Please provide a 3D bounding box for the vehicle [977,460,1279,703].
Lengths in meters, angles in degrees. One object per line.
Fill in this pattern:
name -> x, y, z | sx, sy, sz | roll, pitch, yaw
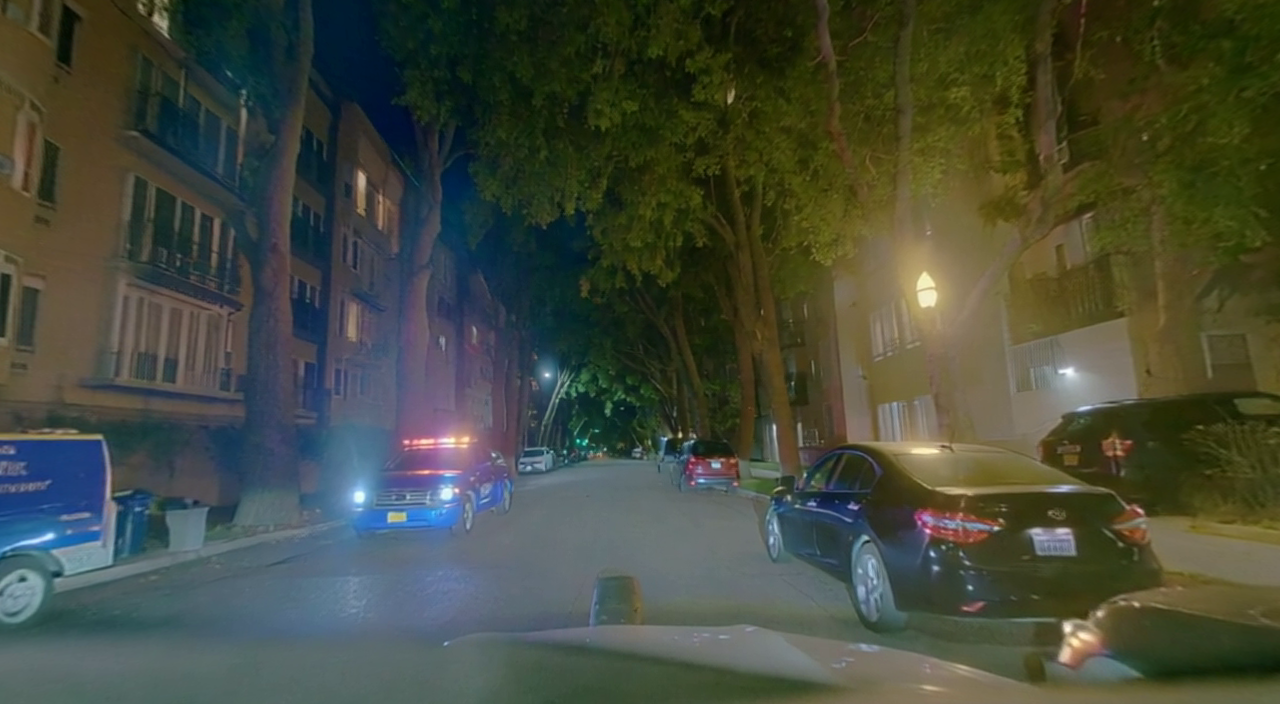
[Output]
vehicle -> 2.506, 0.859, 0.792 | 1.720, 1.333, 4.233 | 0, -8, -2

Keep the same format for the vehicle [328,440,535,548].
vehicle -> -3.344, 2.348, 11.243 | 1.966, 1.515, 4.394 | -1, -8, 3

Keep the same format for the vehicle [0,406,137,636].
vehicle -> -6.420, 1.232, 3.605 | 2.308, 1.877, 6.060 | -4, -8, -2

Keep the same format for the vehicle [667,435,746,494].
vehicle -> 2.012, 3.538, 20.222 | 1.878, 1.664, 4.033 | 1, -8, -3
